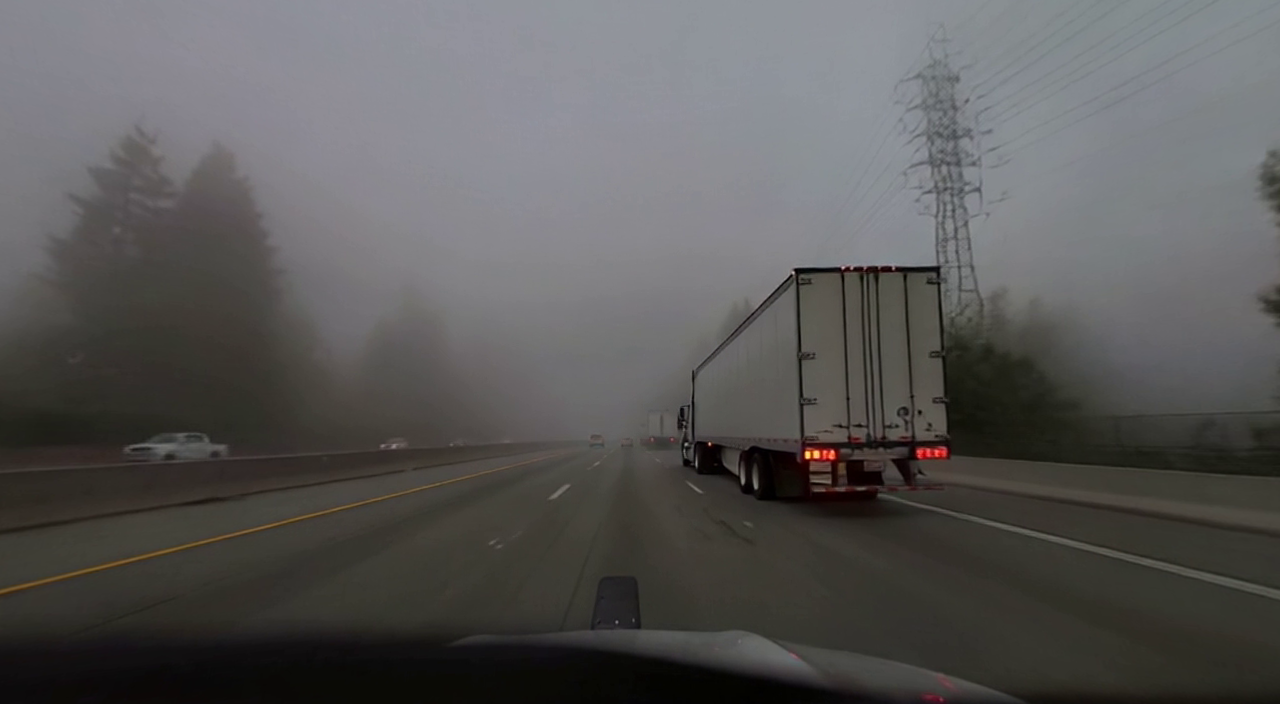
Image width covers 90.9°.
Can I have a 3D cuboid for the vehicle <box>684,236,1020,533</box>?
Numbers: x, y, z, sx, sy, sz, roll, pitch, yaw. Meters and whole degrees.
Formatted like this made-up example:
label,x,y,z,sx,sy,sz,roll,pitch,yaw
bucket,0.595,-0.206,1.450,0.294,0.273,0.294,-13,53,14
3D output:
label,x,y,z,sx,sy,sz,roll,pitch,yaw
vehicle,3.360,1.338,15.680,2.905,4.080,14.157,0,-8,-2
